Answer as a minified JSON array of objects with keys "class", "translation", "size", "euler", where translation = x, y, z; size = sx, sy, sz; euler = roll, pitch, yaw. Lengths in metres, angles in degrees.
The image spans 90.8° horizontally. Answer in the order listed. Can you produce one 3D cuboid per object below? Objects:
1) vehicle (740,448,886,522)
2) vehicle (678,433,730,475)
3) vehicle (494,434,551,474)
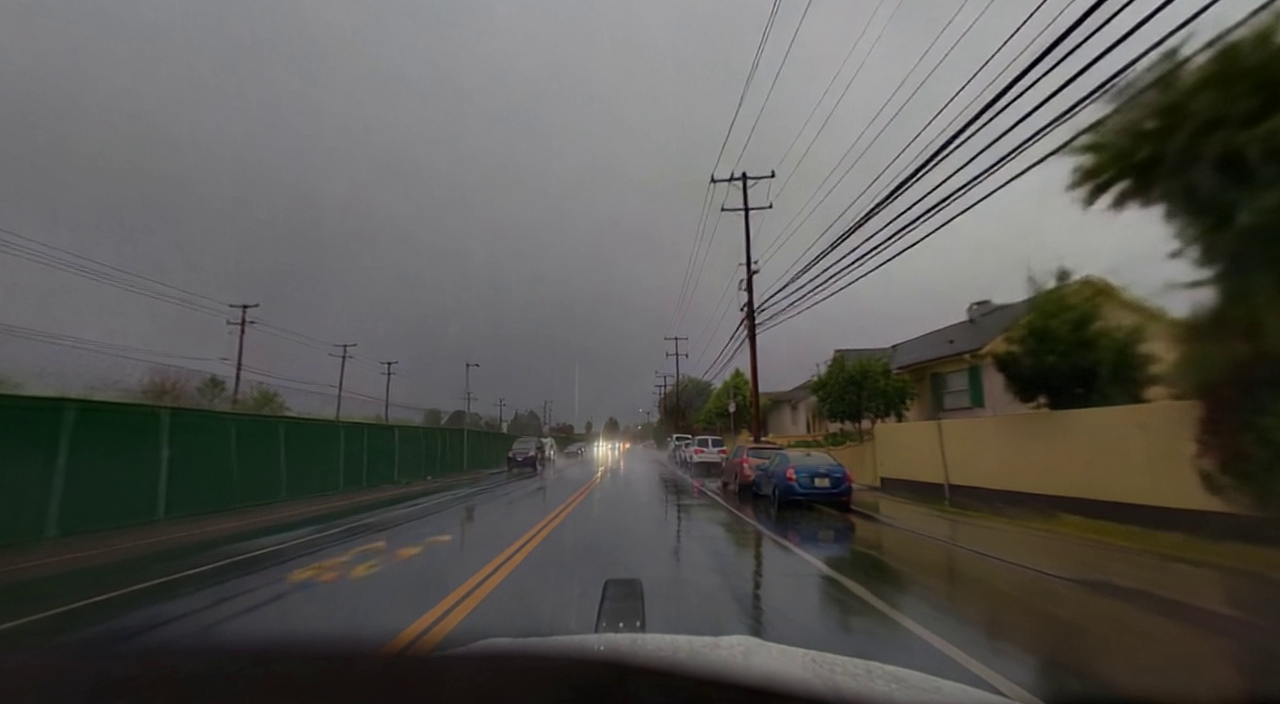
[{"class":"vehicle","translation":[3.547,2.786,13.850],"size":[1.984,1.342,4.066],"euler":[0,-8,-1]},{"class":"vehicle","translation":[3.215,5.264,32.848],"size":[2.053,2.005,5.495],"euler":[0,-8,-1]},{"class":"vehicle","translation":[-6.764,5.922,36.976],"size":[2.268,2.154,5.321],"euler":[0,-8,0]}]
